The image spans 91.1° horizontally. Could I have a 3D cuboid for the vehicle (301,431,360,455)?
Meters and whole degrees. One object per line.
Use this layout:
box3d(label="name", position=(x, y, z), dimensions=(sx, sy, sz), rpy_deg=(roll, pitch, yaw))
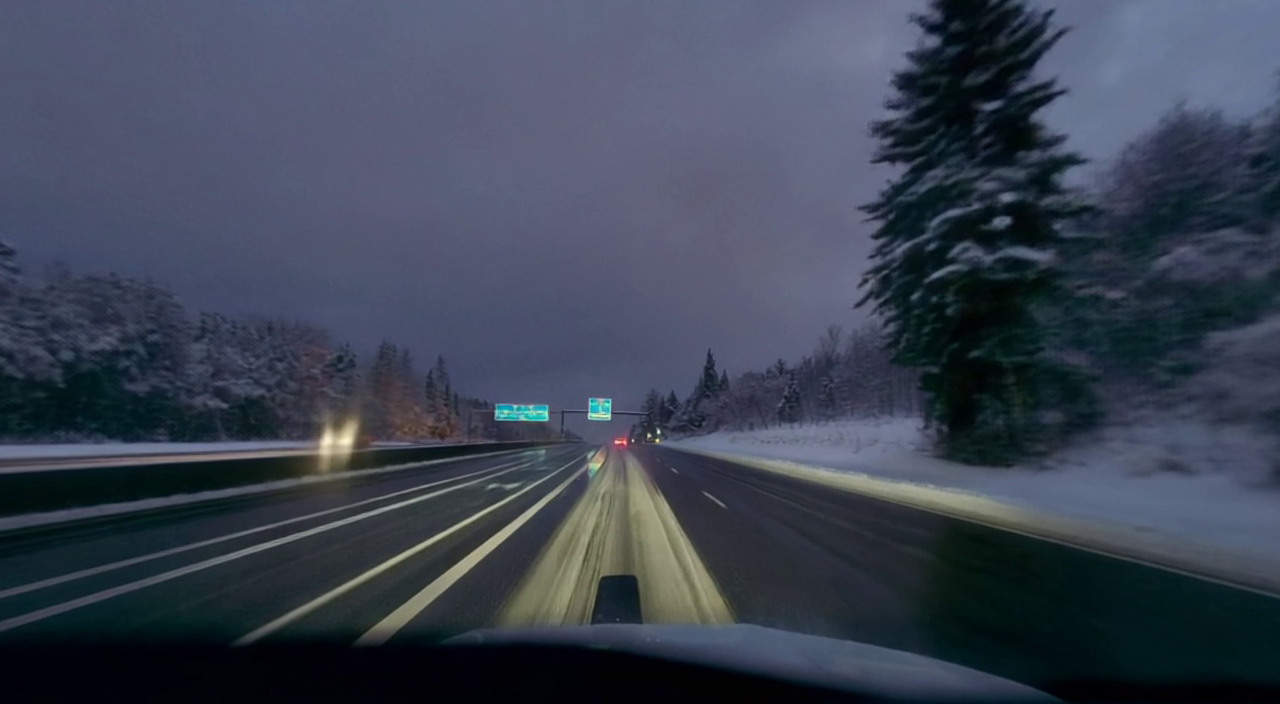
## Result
box3d(label="vehicle", position=(-21.300, 6.276, 43.511), dimensions=(1.839, 1.514, 4.616), rpy_deg=(0, -8, -2))
